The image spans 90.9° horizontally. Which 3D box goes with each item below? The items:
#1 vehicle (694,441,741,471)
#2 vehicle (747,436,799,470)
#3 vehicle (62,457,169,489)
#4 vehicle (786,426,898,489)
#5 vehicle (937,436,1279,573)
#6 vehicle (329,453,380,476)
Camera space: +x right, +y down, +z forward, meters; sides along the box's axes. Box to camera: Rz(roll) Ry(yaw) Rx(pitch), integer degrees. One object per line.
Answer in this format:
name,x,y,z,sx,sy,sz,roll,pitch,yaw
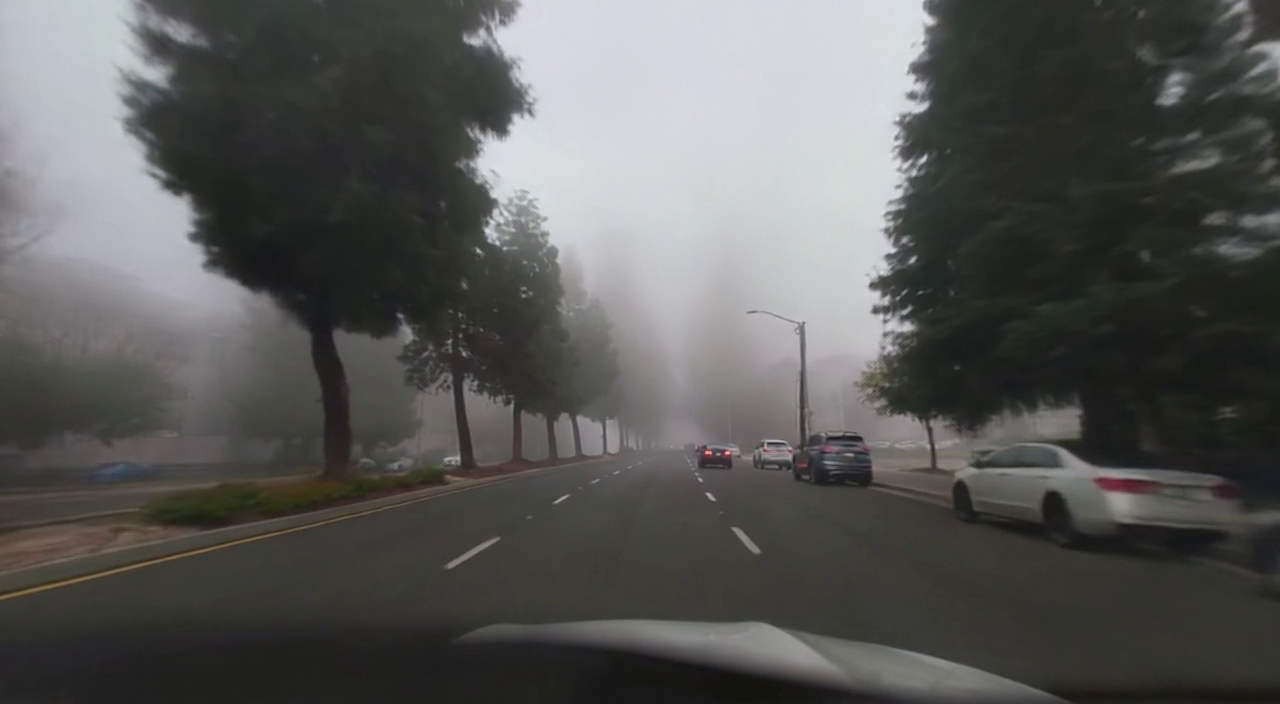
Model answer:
vehicle,4.146,5.606,34.293,2.128,1.502,4.572,0,-8,2
vehicle,7.722,5.915,37.036,2.092,1.849,5.068,0,-8,2
vehicle,-30.626,7.009,36.894,4.598,1.661,1.958,7,-11,-41
vehicle,7.015,3.748,22.705,2.213,1.949,5.907,0,-8,2
vehicle,6.559,2.054,9.475,1.943,1.496,4.893,0,-8,2
vehicle,-21.140,8.335,46.845,1.780,1.573,3.881,-1,-8,3
